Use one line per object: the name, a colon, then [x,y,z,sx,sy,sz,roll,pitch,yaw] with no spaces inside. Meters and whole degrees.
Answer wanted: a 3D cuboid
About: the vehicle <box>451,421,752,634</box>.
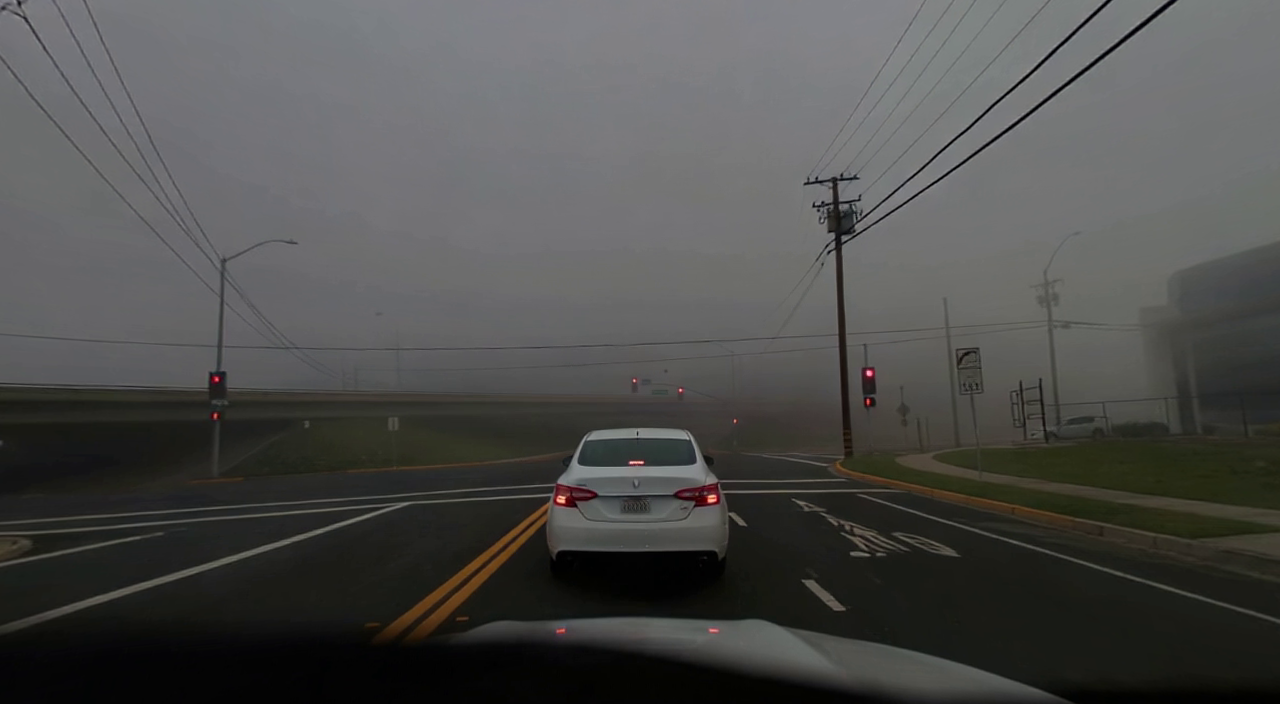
vehicle: [-0.235,1.531,6.471,2.090,1.458,4.033,-1,-9,1]
